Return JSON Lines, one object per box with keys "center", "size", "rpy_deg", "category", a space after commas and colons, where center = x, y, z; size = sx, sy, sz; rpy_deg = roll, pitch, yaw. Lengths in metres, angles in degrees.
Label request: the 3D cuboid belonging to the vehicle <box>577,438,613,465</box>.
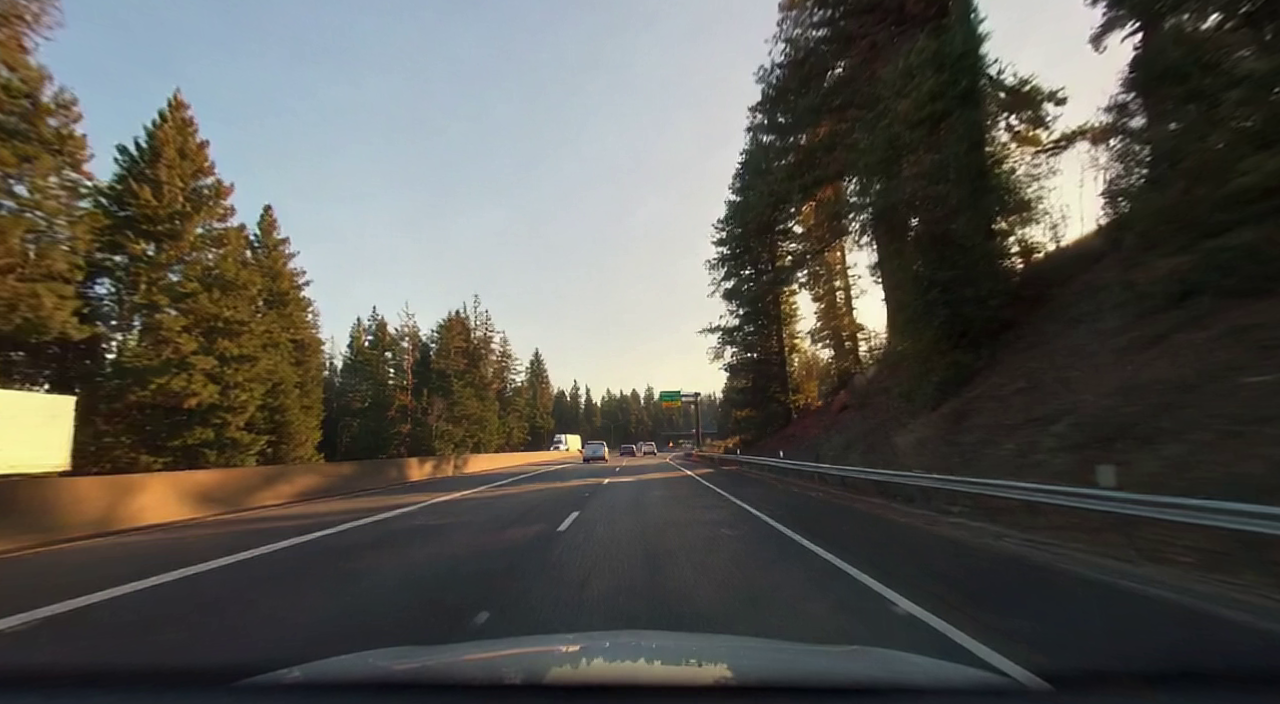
{"center": [-3.079, 6.954, 44.102], "size": [2.129, 1.742, 4.217], "rpy_deg": [0, -8, 1], "category": "vehicle"}
